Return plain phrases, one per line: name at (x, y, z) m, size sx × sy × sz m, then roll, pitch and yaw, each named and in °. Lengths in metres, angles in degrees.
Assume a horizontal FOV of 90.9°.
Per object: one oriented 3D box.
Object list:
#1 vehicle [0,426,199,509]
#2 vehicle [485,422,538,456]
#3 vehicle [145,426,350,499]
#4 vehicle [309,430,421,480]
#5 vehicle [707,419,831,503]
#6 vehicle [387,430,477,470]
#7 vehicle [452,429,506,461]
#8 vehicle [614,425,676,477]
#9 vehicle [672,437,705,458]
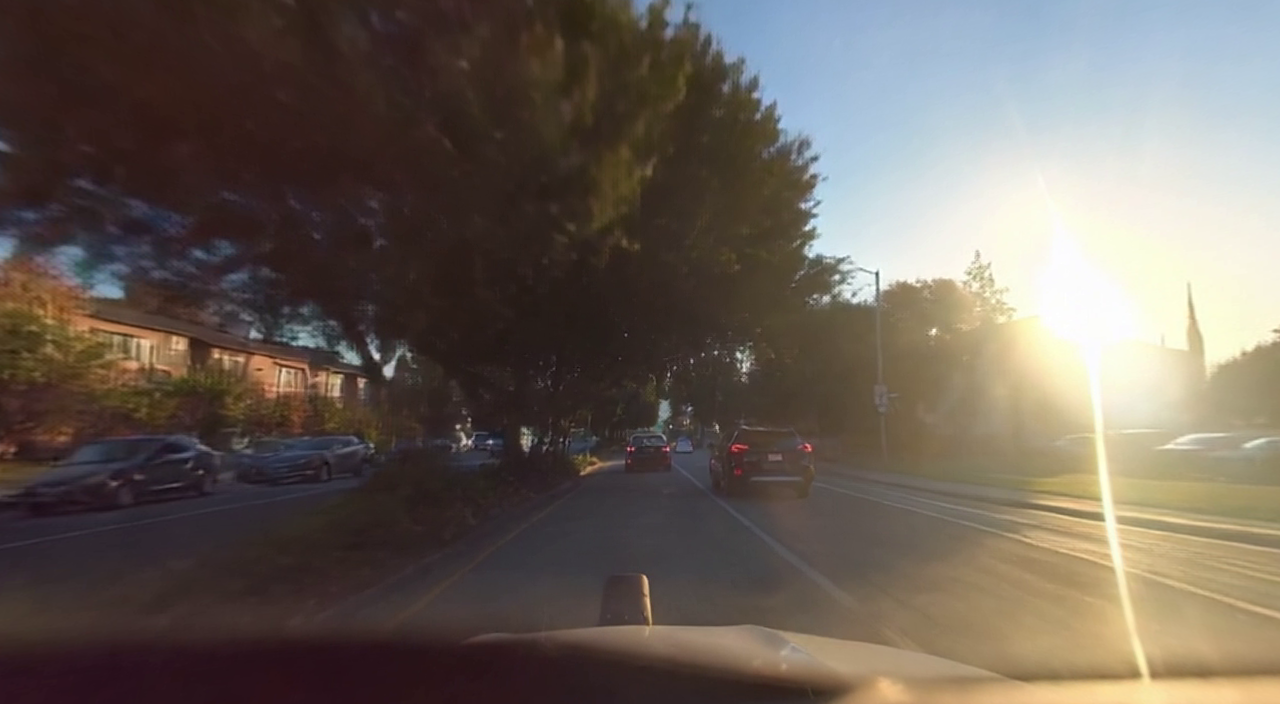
vehicle at (-12.222, 2.382, 13.703) m, size 1.891 × 1.479 × 4.665 m, roll 1°, pitch -8°, yaw 0°
vehicle at (-8.745, 5.979, 43.527) m, size 2.037 × 2.113 × 7.185 m, roll 1°, pitch -8°, yaw 1°
vehicle at (-8.916, 2.520, 14.912) m, size 1.923 × 1.433 × 4.450 m, roll 1°, pitch -8°, yaw 1°
vehicle at (-8.820, 3.310, 20.619) m, size 1.786 × 1.422 × 4.021 m, roll 1°, pitch -8°, yaw 1°
vehicle at (3.068, 2.687, 16.052) m, size 2.166 × 1.799 × 4.372 m, roll 1°, pitch -8°, yaw -1°
vehicle at (-8.783, 4.158, 27.141) m, size 2.140 × 1.510 × 5.005 m, roll 1°, pitch -8°, yaw 0°
vehicle at (-9.045, 5.239, 35.770) m, size 1.988 × 1.663 × 4.316 m, roll 1°, pitch -8°, yaw -1°
vehicle at (0.162, 3.825, 24.728) m, size 2.185 × 1.822 × 4.391 m, roll 1°, pitch -8°, yaw 0°
vehicle at (3.581, 7.096, 47.085) m, size 2.096 × 1.489 × 4.757 m, roll 1°, pitch -8°, yaw 0°
